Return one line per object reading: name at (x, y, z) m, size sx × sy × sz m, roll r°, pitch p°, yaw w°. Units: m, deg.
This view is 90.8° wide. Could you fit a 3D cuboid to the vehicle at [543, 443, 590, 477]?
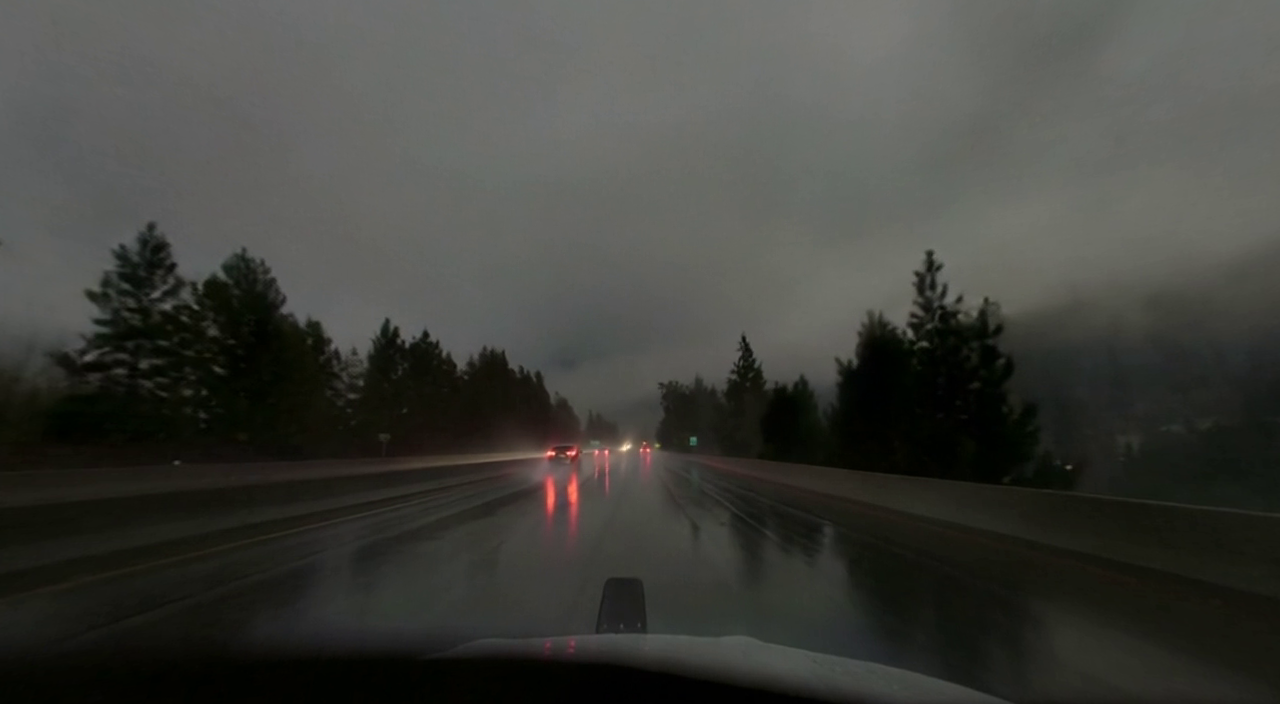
vehicle at (-3.639, 5.433, 31.946) m, size 1.846 × 1.600 × 4.108 m, roll 0°, pitch -9°, yaw 1°
